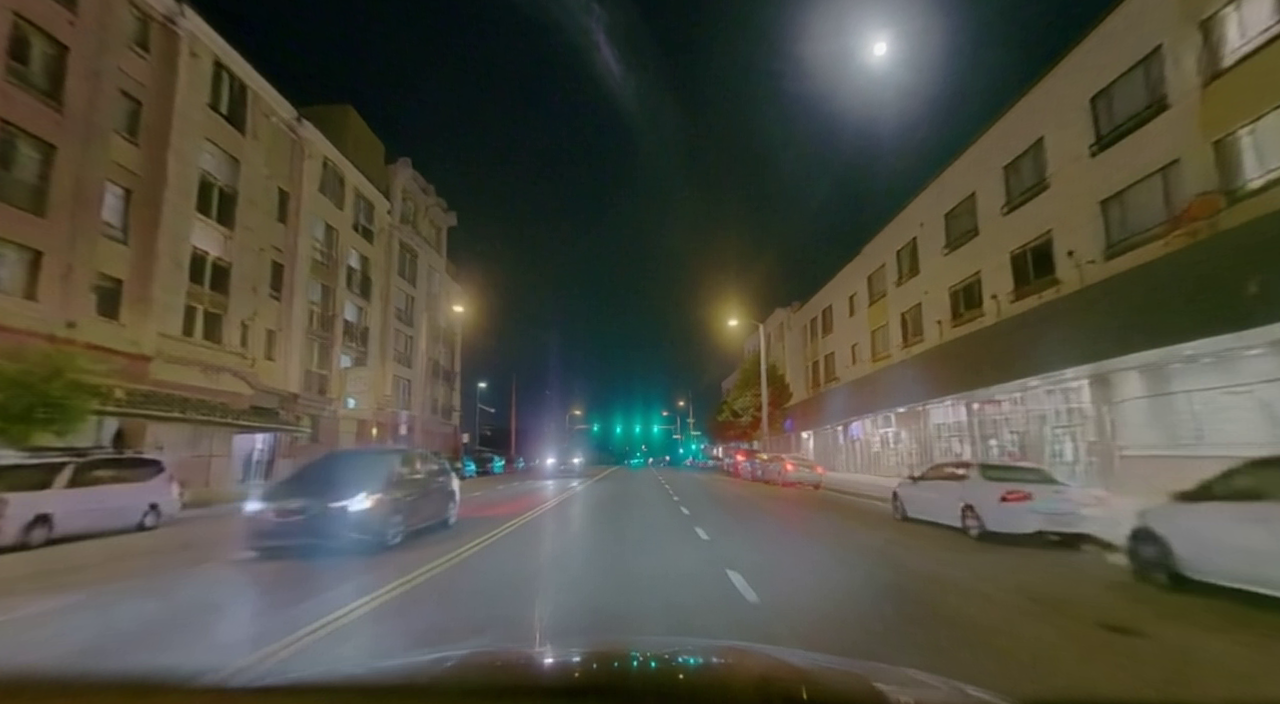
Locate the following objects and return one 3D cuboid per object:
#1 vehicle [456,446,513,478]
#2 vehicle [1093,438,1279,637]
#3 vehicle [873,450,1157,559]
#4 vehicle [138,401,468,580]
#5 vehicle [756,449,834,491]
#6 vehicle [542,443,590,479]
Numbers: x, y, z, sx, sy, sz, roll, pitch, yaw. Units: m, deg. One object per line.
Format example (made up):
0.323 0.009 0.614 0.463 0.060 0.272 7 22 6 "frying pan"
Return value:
-10.168 7.211 41.824 2.137 1.982 5.794 0 -9 1 "vehicle"
5.832 1.387 4.556 1.795 1.524 4.658 0 -9 2 "vehicle"
5.999 2.447 11.026 1.976 1.432 4.812 0 -9 0 "vehicle"
-4.087 1.830 8.814 2.048 1.761 4.517 -2 -10 1 "vehicle"
6.067 4.633 25.310 1.837 1.482 4.706 0 -9 -1 "vehicle"
-3.728 5.569 32.485 1.980 1.718 4.120 0 -9 0 "vehicle"
